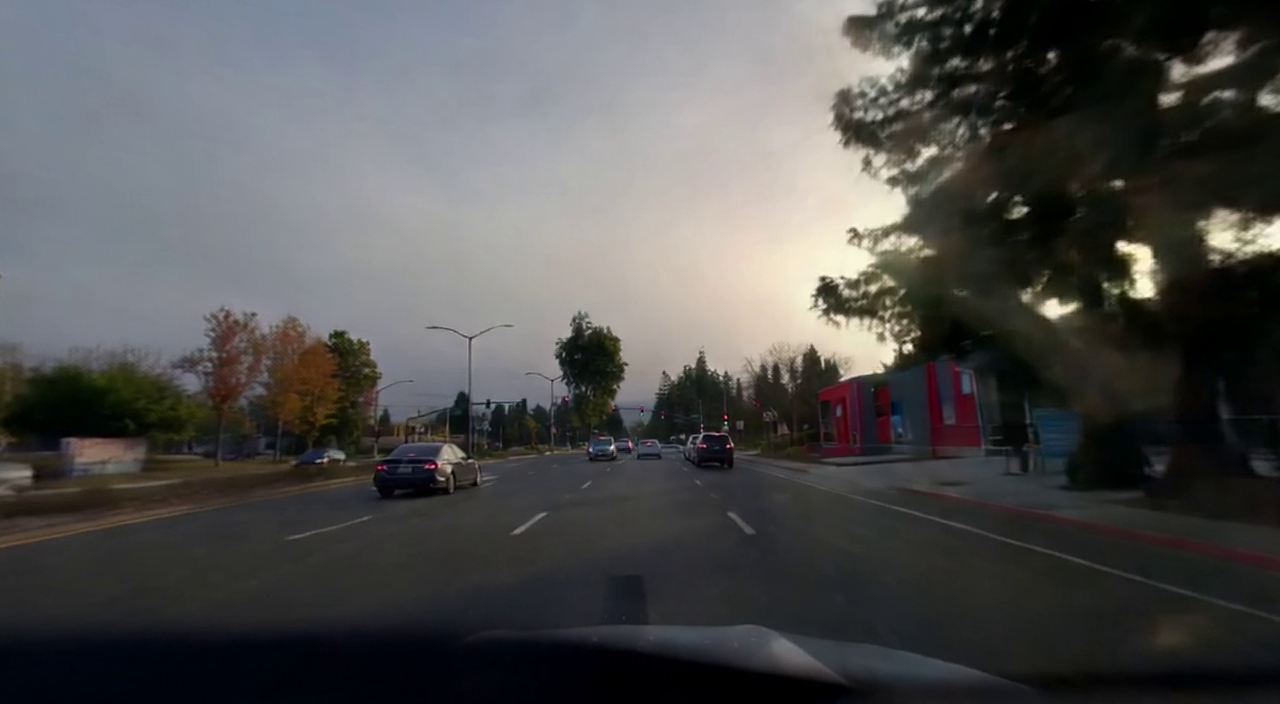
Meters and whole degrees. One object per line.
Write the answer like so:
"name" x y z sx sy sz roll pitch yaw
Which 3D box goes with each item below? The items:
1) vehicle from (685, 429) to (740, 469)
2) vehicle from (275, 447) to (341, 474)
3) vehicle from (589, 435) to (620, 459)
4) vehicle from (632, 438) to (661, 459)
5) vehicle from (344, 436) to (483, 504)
"vehicle" 3.504 4.810 31.375 2.141 1.833 4.704 0 -8 -1
"vehicle" -19.614 6.390 37.238 1.717 1.486 4.238 0 -8 -2
"vehicle" -2.662 7.152 47.500 1.912 1.703 4.261 0 -8 2
"vehicle" 0.486 6.956 45.422 2.021 1.461 3.862 0 -8 1
"vehicle" -5.537 2.926 16.086 1.926 1.465 4.620 0 -8 -1
